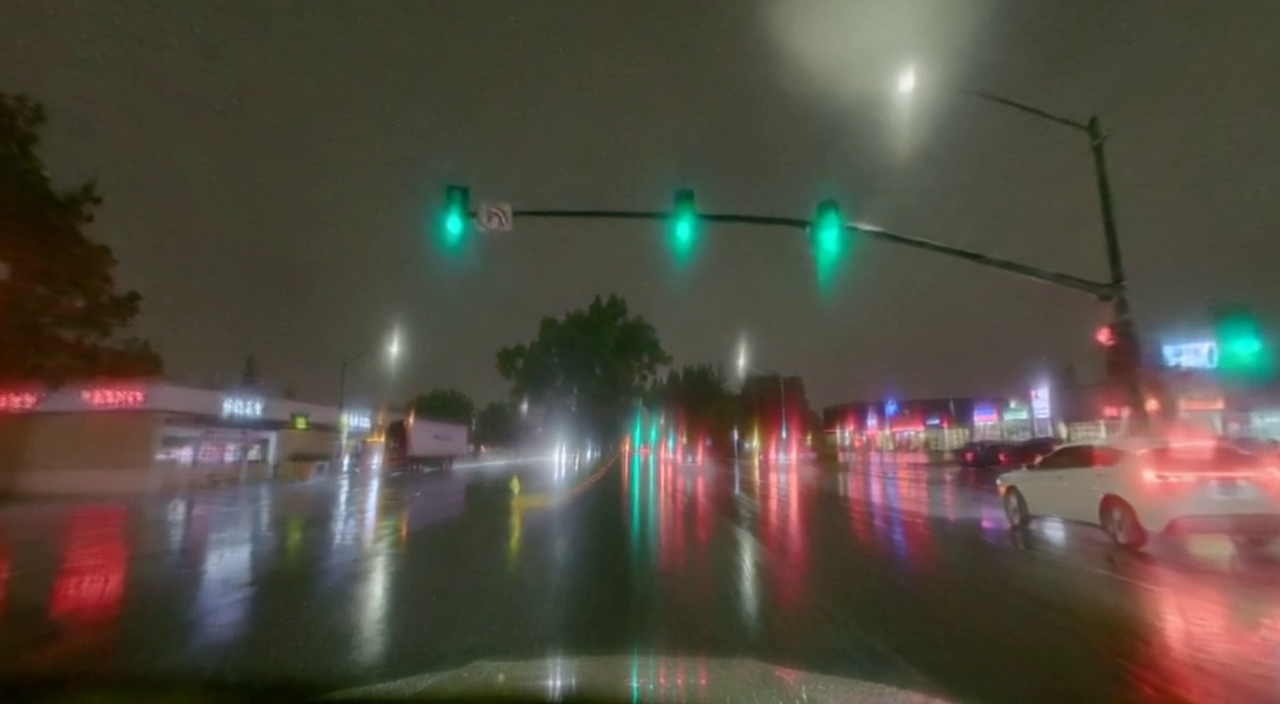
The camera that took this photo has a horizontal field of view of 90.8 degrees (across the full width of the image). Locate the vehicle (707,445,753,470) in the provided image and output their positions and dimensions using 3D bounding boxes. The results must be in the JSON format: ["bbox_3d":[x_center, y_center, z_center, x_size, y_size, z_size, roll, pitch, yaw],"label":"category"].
[{"bbox_3d":[5.823,6.897,41.375,2.150,1.485,4.919,0,-9,-2],"label":"vehicle"}]

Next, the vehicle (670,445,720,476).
[{"bbox_3d":[2.823,5.692,33.303,2.099,1.463,4.365,0,-9,-2],"label":"vehicle"}]

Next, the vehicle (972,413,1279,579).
[{"bbox_3d":[6.901,1.810,8.762,2.002,1.651,4.647,0,-9,0],"label":"vehicle"}]

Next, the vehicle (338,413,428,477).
[{"bbox_3d":[-19.208,7.094,48.003,3.008,4.297,9.041,0,-9,-1],"label":"vehicle"}]
